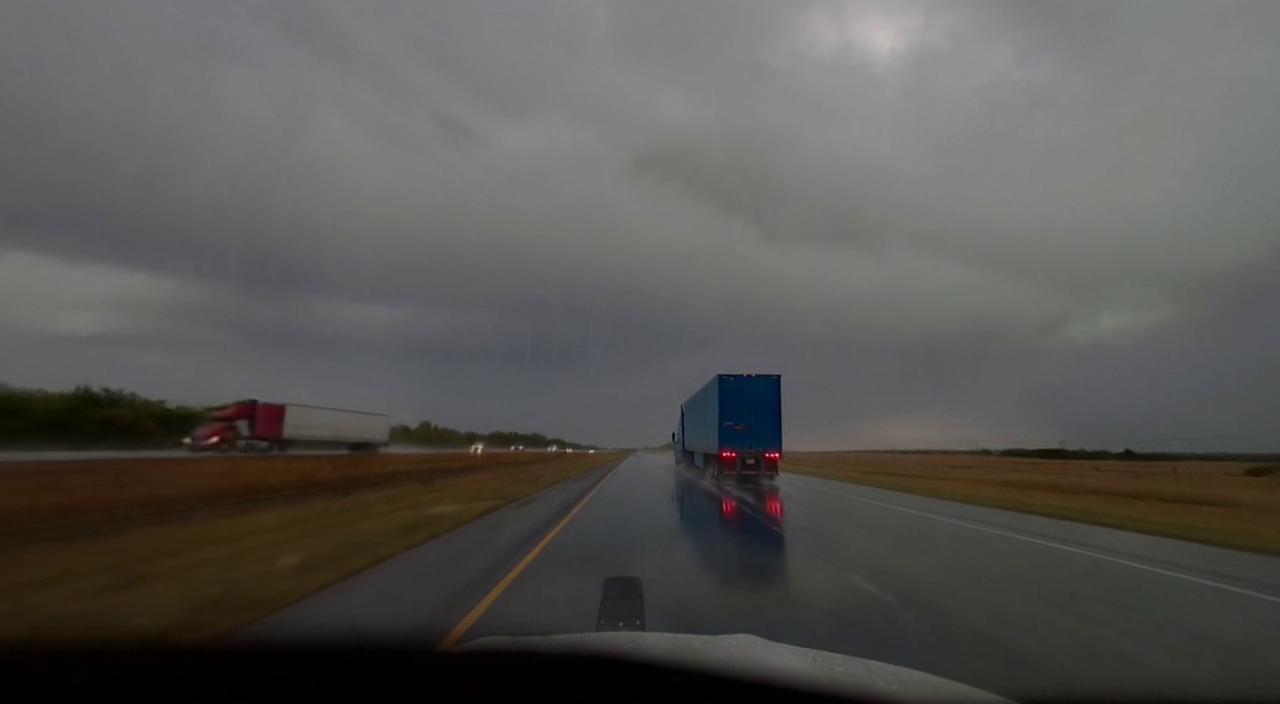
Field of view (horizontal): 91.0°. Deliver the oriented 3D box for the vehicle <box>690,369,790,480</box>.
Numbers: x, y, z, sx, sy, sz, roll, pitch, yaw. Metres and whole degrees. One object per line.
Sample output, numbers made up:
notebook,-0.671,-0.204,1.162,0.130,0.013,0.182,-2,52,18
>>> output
vehicle,4.293,3.713,30.434,2.818,4.206,12.987,0,-9,0
